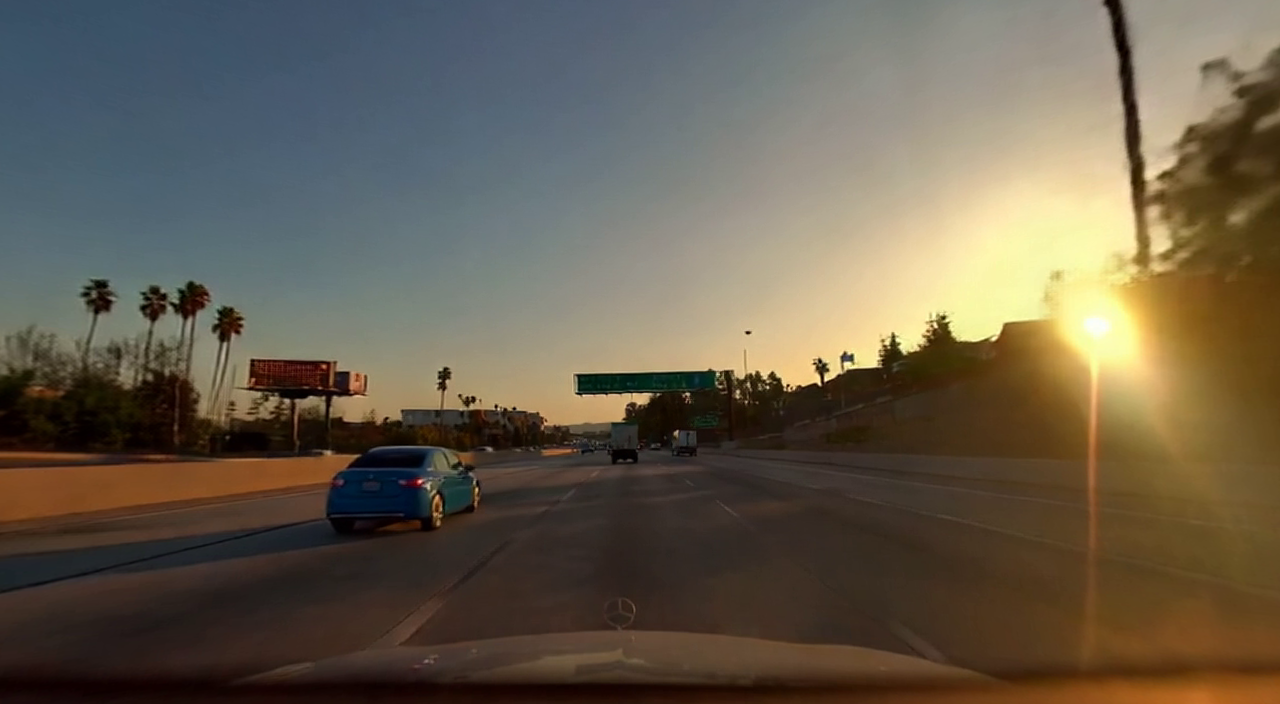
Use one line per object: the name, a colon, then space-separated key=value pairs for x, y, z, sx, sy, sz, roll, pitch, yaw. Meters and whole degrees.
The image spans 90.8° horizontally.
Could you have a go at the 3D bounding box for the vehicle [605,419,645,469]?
vehicle: x=-1.006 y=5.880 z=40.455 sx=2.364 sy=2.953 sz=6.495 roll=0 pitch=-8 yaw=-2

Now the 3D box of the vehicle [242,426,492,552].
vehicle: x=-4.067 y=2.112 z=10.571 sx=2.021 sy=1.598 sz=4.887 roll=0 pitch=-8 yaw=0
